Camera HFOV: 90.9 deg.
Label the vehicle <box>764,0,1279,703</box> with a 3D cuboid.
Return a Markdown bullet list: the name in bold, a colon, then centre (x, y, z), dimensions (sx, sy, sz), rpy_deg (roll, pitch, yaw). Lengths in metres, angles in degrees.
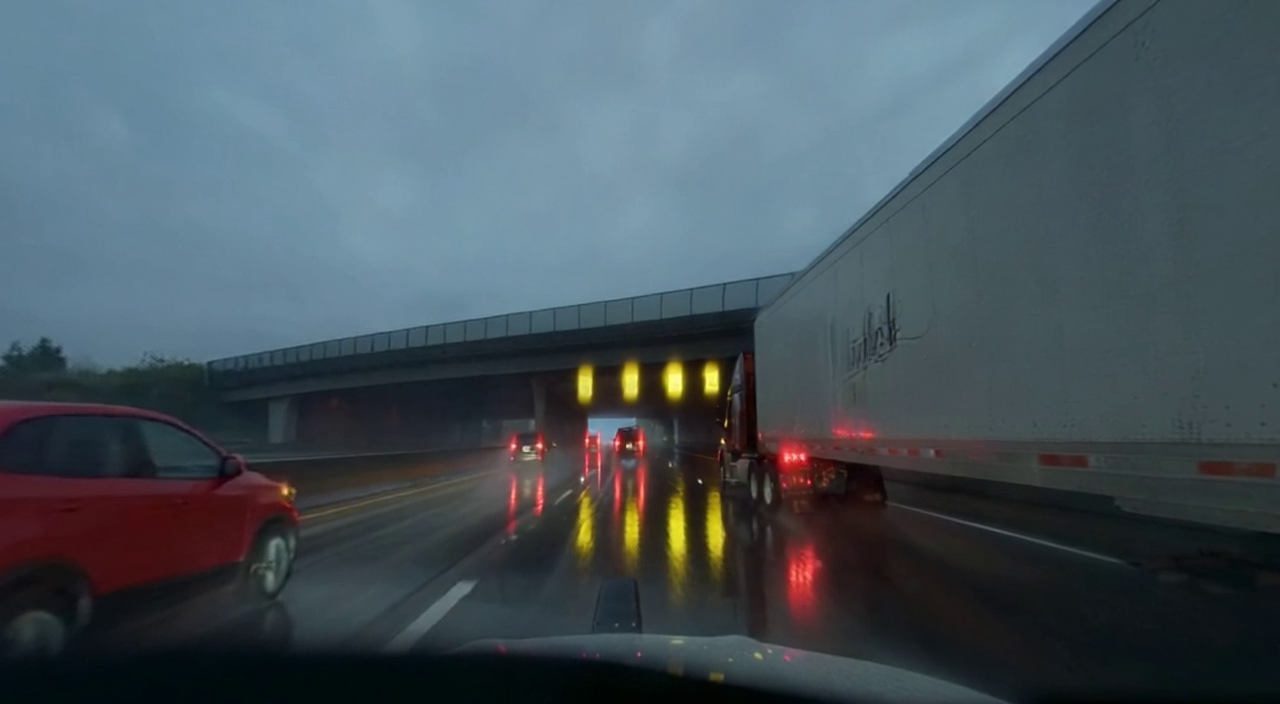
- **vehicle**: centre (3.959, 0.011, 5.142), dimensions (2.842, 4.108, 14.081), rpy_deg (0, -8, -1)

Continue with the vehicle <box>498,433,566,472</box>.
- **vehicle**: centre (-4.309, 4.066, 25.762), dimensions (2.019, 1.435, 4.317), rpy_deg (0, -8, 0)

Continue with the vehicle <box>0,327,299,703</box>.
- **vehicle**: centre (-3.368, 0.848, 3.041), dimensions (1.826, 1.695, 2.870), rpy_deg (0, -8, -1)

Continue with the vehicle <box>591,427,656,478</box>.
- **vehicle**: centre (-0.545, 3.490, 22.110), dimensions (2.094, 1.600, 3.666), rpy_deg (0, -8, -1)
